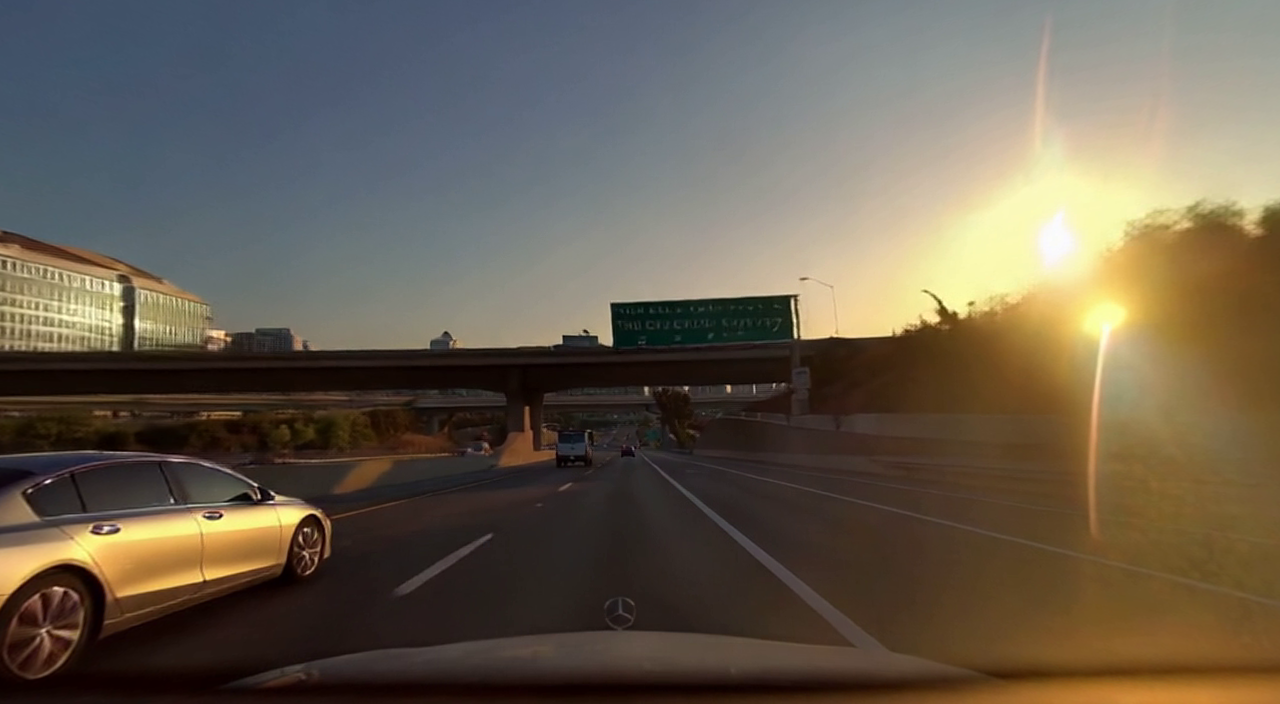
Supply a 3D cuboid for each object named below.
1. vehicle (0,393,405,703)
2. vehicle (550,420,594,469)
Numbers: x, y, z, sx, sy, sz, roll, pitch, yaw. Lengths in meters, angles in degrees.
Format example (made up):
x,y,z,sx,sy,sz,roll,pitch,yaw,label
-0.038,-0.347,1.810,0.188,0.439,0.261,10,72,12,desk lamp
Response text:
x,y,z,sx,sy,sz,roll,pitch,yaw,label
-3.746,1.296,4.999,2.025,1.556,4.594,0,-8,-1,vehicle
-4.406,6.197,42.202,2.364,2.953,6.732,0,-9,-1,vehicle
